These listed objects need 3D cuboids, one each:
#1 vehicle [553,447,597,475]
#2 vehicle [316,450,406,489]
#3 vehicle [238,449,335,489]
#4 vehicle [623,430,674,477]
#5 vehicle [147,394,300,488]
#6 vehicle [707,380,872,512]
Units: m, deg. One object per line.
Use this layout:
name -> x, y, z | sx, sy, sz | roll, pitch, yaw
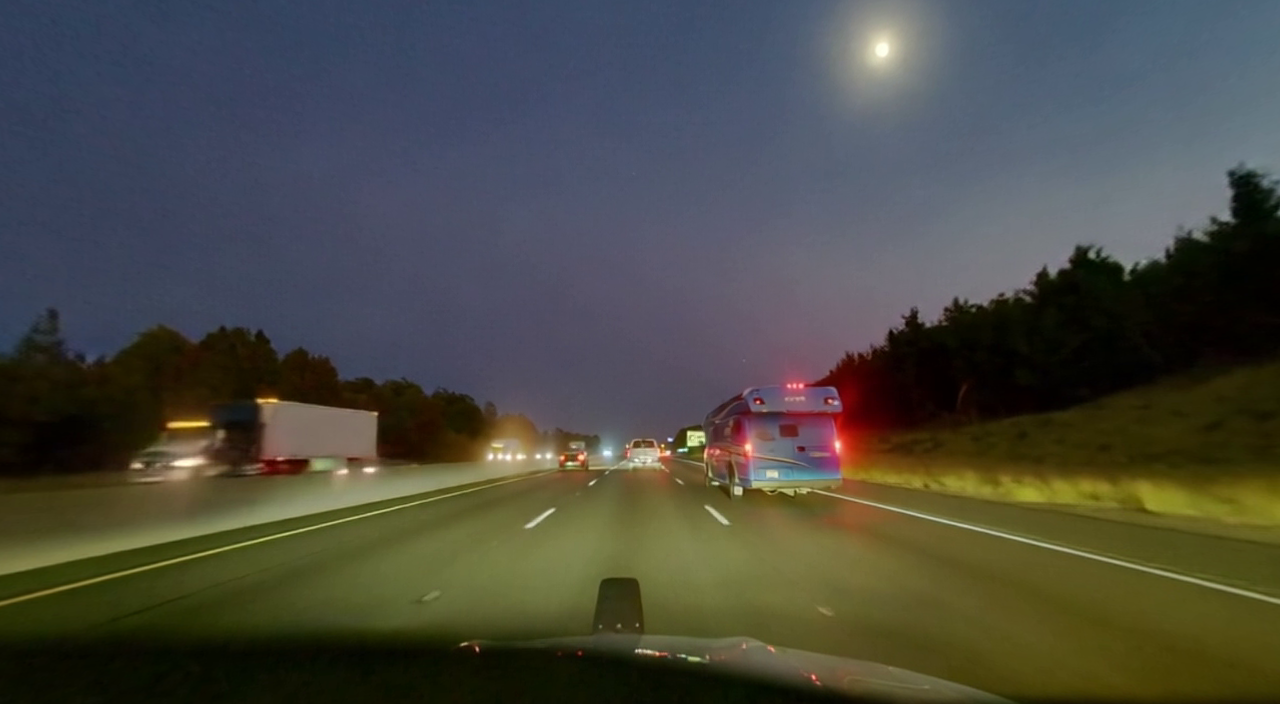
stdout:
vehicle -> -3.650, 6.223, 36.230 | 1.959, 1.502, 4.559 | 0, -9, 1
vehicle -> -11.322, 4.771, 25.923 | 1.813, 1.457, 3.906 | 0, -9, 1
vehicle -> -15.166, 5.005, 27.330 | 1.908, 1.598, 3.831 | 0, -9, 1
vehicle -> 0.440, 5.449, 34.071 | 2.524, 2.310, 4.986 | 0, -9, 0
vehicle -> -19.407, 4.247, 29.972 | 2.988, 4.013, 5.863 | 0, -9, 1
vehicle -> 3.683, 2.620, 17.631 | 2.607, 2.910, 7.252 | 0, -9, -2
